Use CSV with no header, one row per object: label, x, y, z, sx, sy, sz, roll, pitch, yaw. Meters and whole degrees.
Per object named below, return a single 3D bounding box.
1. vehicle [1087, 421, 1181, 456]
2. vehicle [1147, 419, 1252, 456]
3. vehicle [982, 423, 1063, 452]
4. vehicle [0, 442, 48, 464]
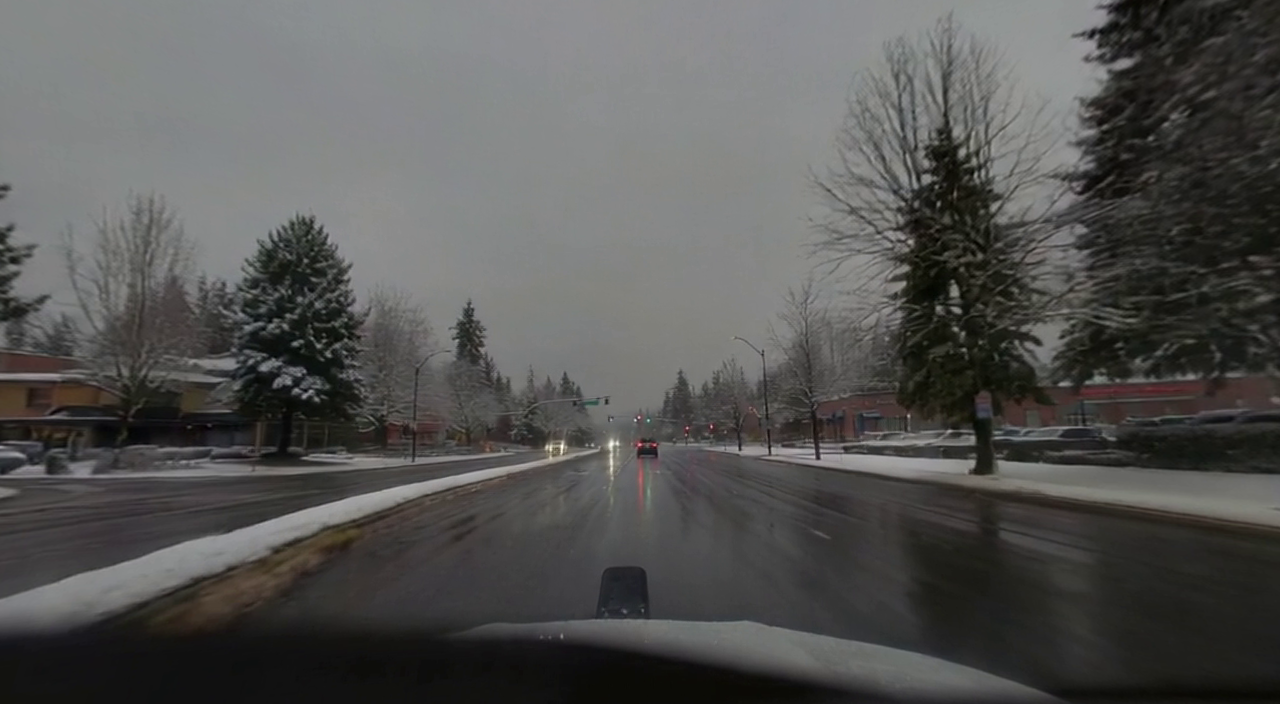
vehicle,20.853,3.650,26.639,3.179,1.322,1.521,1,-8,-19
vehicle,21.559,3.283,24.330,3.143,1.303,1.491,1,-8,-17
vehicle,24.656,5.594,40.867,1.850,1.745,4.514,1,-9,-11
vehicle,-45.563,7.332,45.454,3.870,1.435,1.819,-2,-9,-3
